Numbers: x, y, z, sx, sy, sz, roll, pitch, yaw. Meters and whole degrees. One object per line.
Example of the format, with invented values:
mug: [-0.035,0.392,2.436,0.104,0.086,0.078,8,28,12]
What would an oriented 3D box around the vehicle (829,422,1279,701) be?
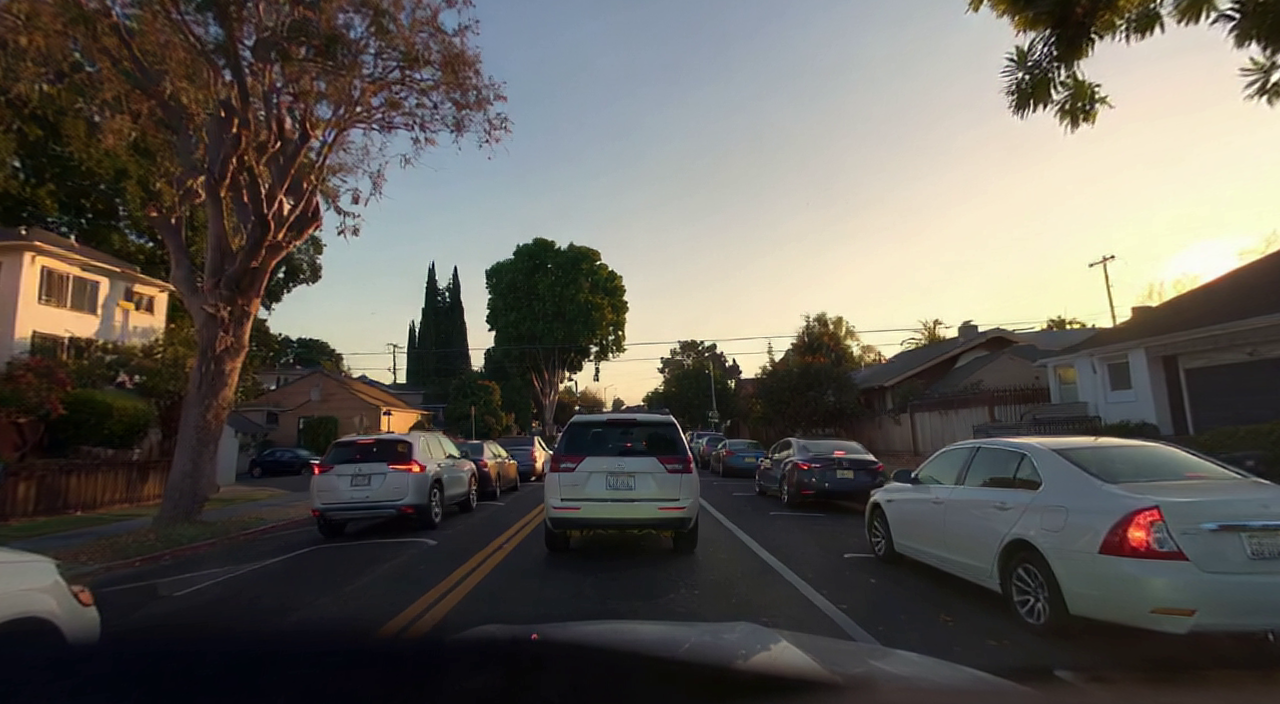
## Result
vehicle: [3.469,1.467,5.769,1.977,1.480,4.589,0,-8,-1]

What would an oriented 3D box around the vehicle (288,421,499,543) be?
vehicle: [-3.722,2.028,10.521,1.864,1.576,4.324,0,-8,-2]

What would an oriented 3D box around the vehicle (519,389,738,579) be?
vehicle: [-0.216,1.613,8.478,2.164,1.867,4.254,0,-8,-3]

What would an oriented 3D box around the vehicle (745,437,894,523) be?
vehicle: [3.465,2.528,13.048,1.880,1.476,3.932,0,-8,0]
